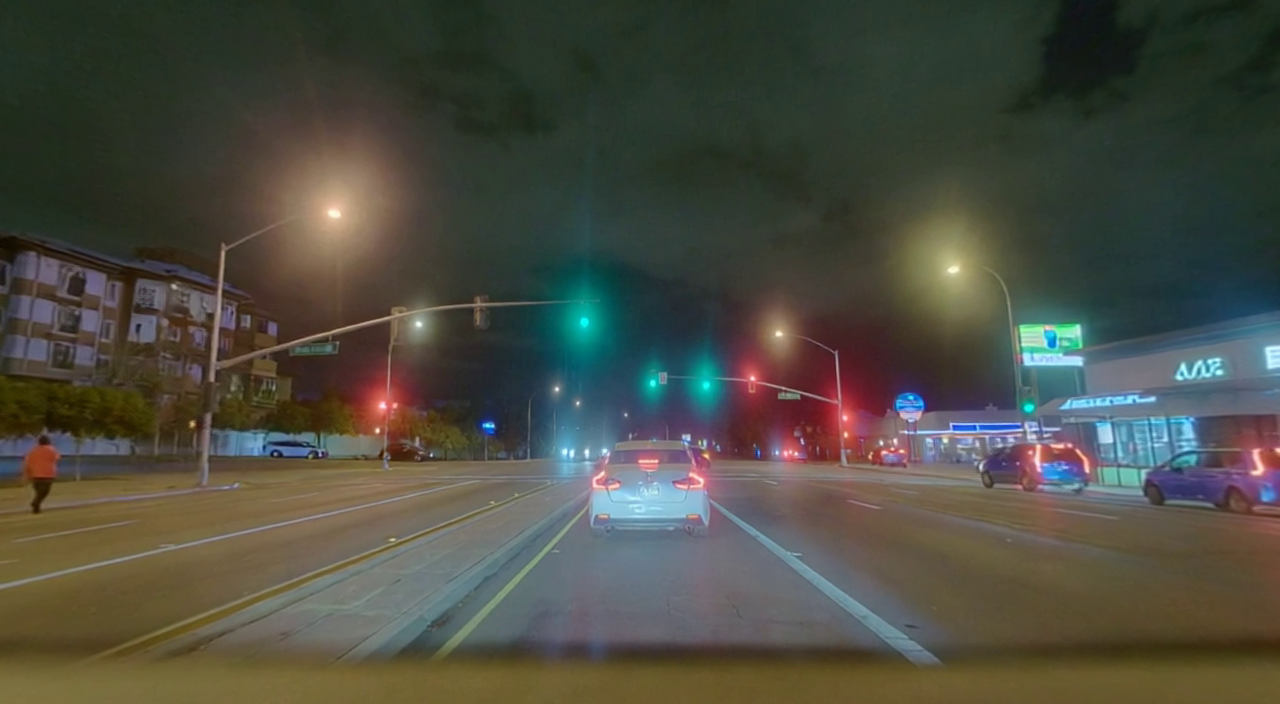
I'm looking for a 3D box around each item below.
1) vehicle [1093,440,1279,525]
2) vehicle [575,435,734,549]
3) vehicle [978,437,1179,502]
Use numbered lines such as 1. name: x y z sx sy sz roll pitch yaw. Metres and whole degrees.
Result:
1. vehicle: 14.187 3.049 15.535 2.235 1.721 5.230 0 -8 1
2. vehicle: 0.181 2.137 10.373 2.067 1.471 4.241 0 -8 0
3. vehicle: 14.085 3.787 20.954 2.309 1.819 5.793 0 -8 -2
